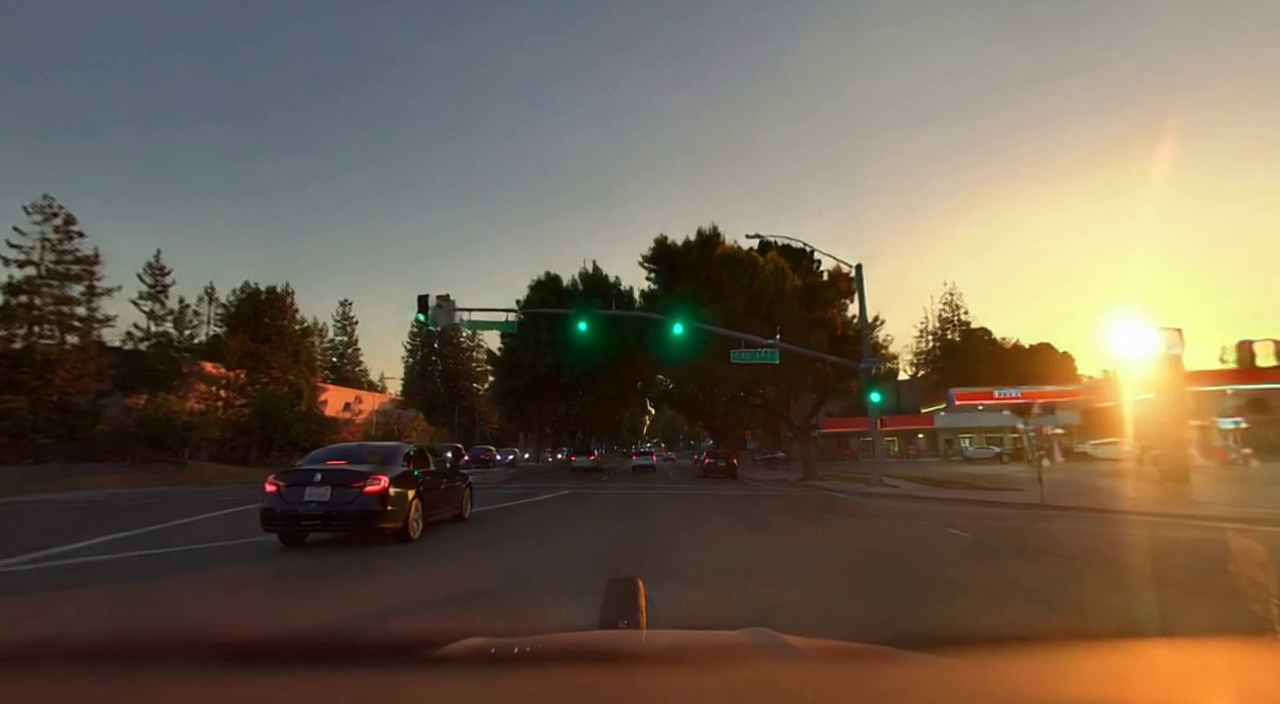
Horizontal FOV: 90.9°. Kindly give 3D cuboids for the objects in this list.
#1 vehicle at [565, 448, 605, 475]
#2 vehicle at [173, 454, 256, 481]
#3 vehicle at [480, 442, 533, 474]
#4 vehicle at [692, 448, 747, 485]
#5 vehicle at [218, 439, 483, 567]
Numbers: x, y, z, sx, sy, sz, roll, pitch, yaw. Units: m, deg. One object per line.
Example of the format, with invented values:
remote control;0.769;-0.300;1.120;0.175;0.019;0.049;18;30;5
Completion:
vehicle;-3.152;6.375;37.000;1.841;1.474;4.038;0;-8;2
vehicle;-32.895;8.934;48.994;2.197;1.842;5.801;0;-8;2
vehicle;-8.359;6.695;40.112;2.370;1.909;5.431;1;-8;-2
vehicle;3.409;4.990;27.724;1.883;1.465;3.975;0;-8;0
vehicle;-3.964;2.104;9.658;1.803;1.463;4.422;0;-8;2
